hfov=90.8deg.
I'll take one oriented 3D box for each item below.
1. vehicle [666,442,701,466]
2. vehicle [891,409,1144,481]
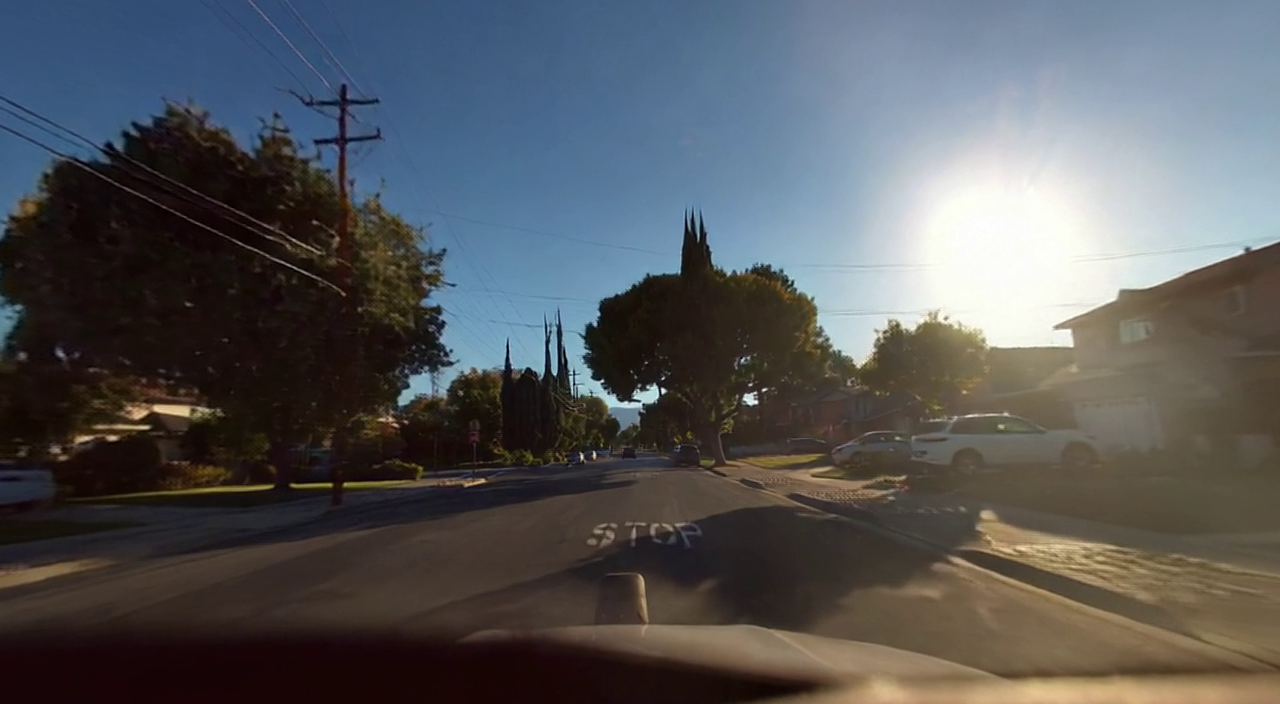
[{"bbox_3d":[3.316,7.860,48.693,2.134,1.720,4.515,0,-9,-3],"label":"vehicle"},{"bbox_3d":[11.090,2.792,18.982,5.968,1.963,2.573,0,-9,-2],"label":"vehicle"}]
